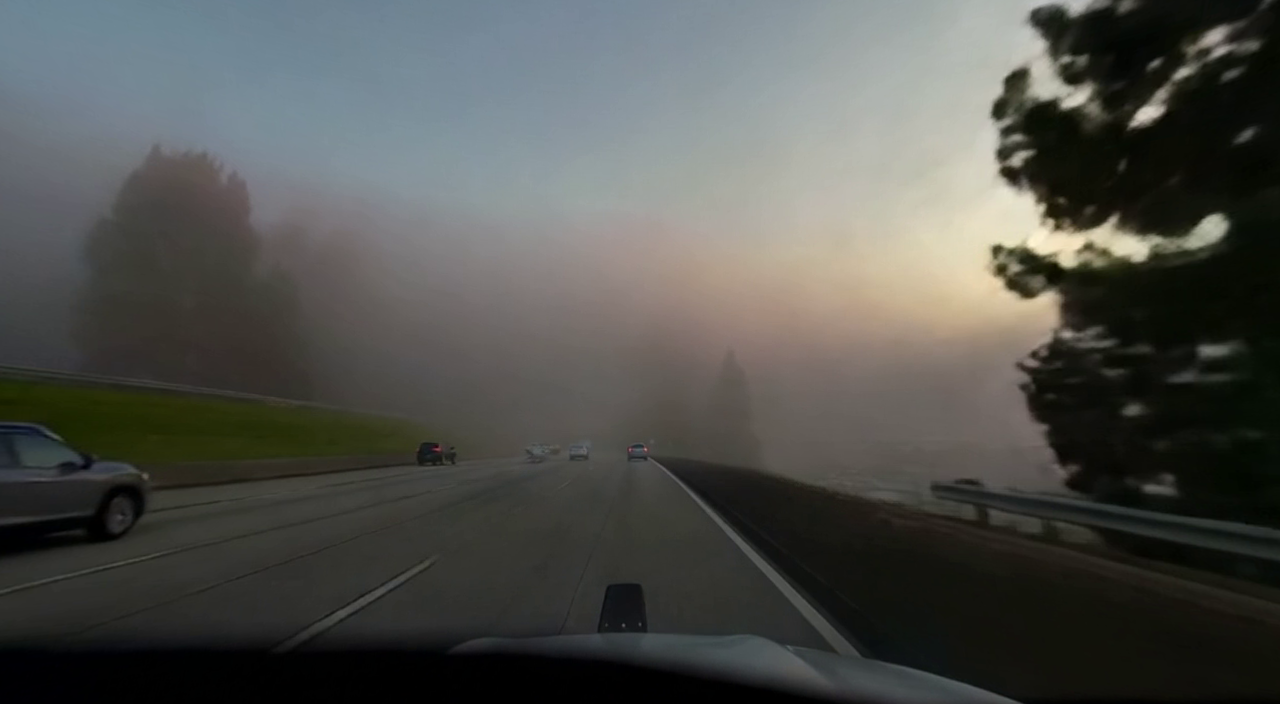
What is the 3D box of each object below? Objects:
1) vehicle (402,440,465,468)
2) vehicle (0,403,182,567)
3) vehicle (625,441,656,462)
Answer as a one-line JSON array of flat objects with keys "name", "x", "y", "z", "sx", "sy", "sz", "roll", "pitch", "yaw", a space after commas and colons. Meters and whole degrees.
[{"name": "vehicle", "x": -11.929, "y": 5.917, "z": 36.612, "sx": 2.056, "sy": 1.489, "sz": 4.852, "roll": 0, "pitch": -8, "yaw": 0}, {"name": "vehicle", "x": -7.889, "y": 1.408, "z": 6.663, "sx": 2.238, "sy": 1.712, "sz": 5.000, "roll": 0, "pitch": -8, "yaw": 1}, {"name": "vehicle", "x": -0.035, "y": 7.152, "z": 45.208, "sx": 2.060, "sy": 1.465, "sz": 3.974, "roll": 0, "pitch": -8, "yaw": -2}]
